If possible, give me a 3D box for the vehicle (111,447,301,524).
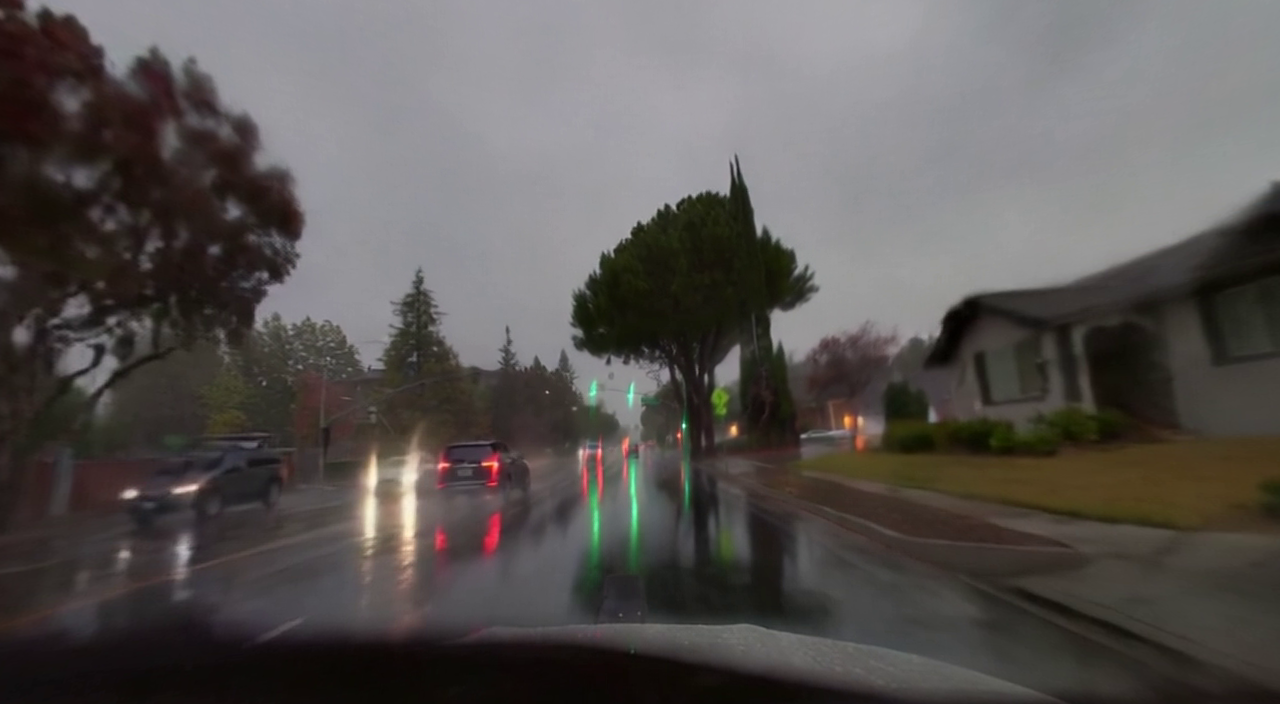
[{"bbox_3d":[-14.504,4.413,21.804,2.263,2.211,6.122,0,-8,-1],"label":"vehicle"}]

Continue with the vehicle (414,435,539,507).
[{"bbox_3d":[-4.295,3.205,17.481,2.169,1.706,4.638,0,-9,1],"label":"vehicle"}]

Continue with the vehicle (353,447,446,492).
[{"bbox_3d":[-10.895,5.393,29.127,2.149,1.802,5.007,-3,-10,2],"label":"vehicle"}]
